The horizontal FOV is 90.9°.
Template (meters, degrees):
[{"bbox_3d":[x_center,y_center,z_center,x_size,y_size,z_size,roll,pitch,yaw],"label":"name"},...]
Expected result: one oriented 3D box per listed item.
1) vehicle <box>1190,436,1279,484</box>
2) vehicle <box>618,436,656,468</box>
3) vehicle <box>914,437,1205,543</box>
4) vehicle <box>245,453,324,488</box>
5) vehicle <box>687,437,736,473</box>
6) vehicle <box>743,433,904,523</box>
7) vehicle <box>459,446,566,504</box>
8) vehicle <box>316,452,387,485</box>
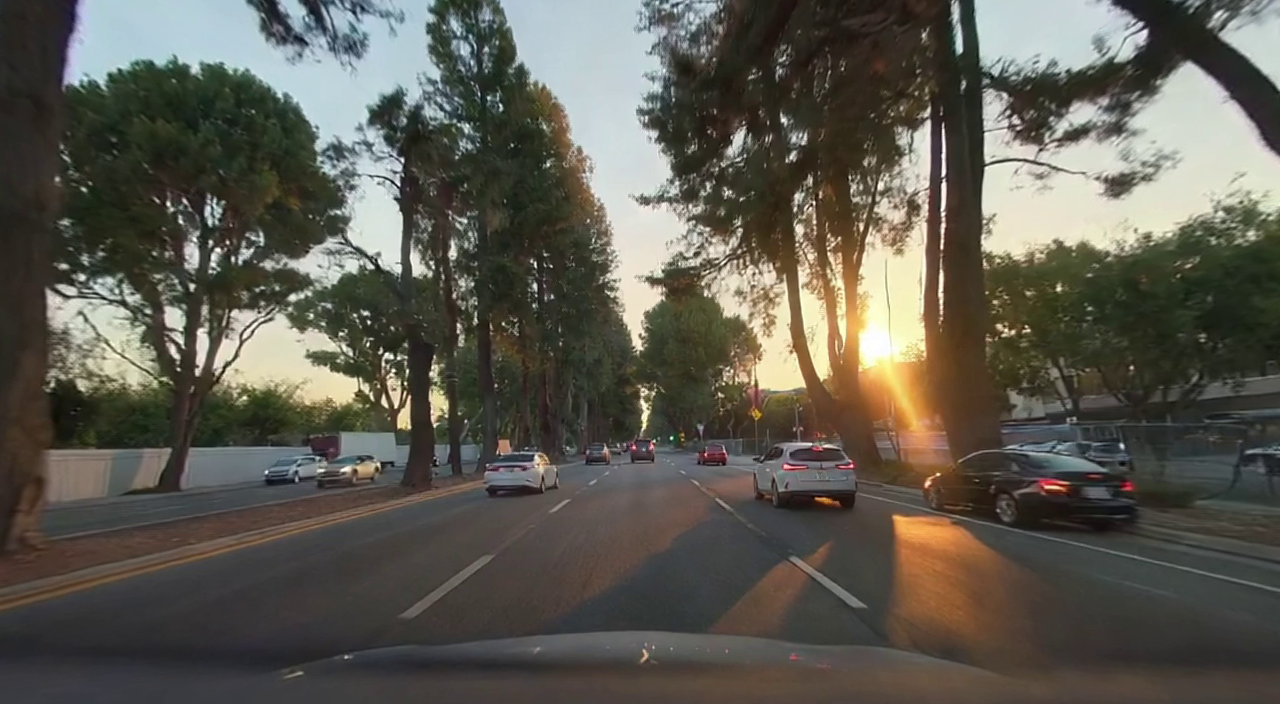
[{"bbox_3d":[23.383,4.179,24.644,4.414,1.701,1.978,7,-11,-39],"label":"vehicle"},{"bbox_3d":[-0.195,6.333,39.964,2.247,1.882,4.603,0,-9,0],"label":"vehicle"},{"bbox_3d":[6.827,2.260,11.045,2.035,1.449,4.427,0,-9,0],"label":"vehicle"},{"bbox_3d":[-22.492,7.459,40.184,2.257,1.909,5.115,-1,-8,-3],"label":"vehicle"},{"bbox_3d":[3.666,5.371,33.018,1.980,1.709,4.367,0,-9,-1],"label":"vehicle"},{"bbox_3d":[3.423,2.428,12.702,1.919,1.502,4.232,0,-9,0],"label":"vehicle"},{"bbox_3d":[-3.230,3.198,16.837,2.013,1.354,3.908,0,-9,0],"label":"vehicle"},{"bbox_3d":[-15.982,6.456,35.205,1.918,1.692,4.338,0,-9,0],"label":"vehicle"}]
